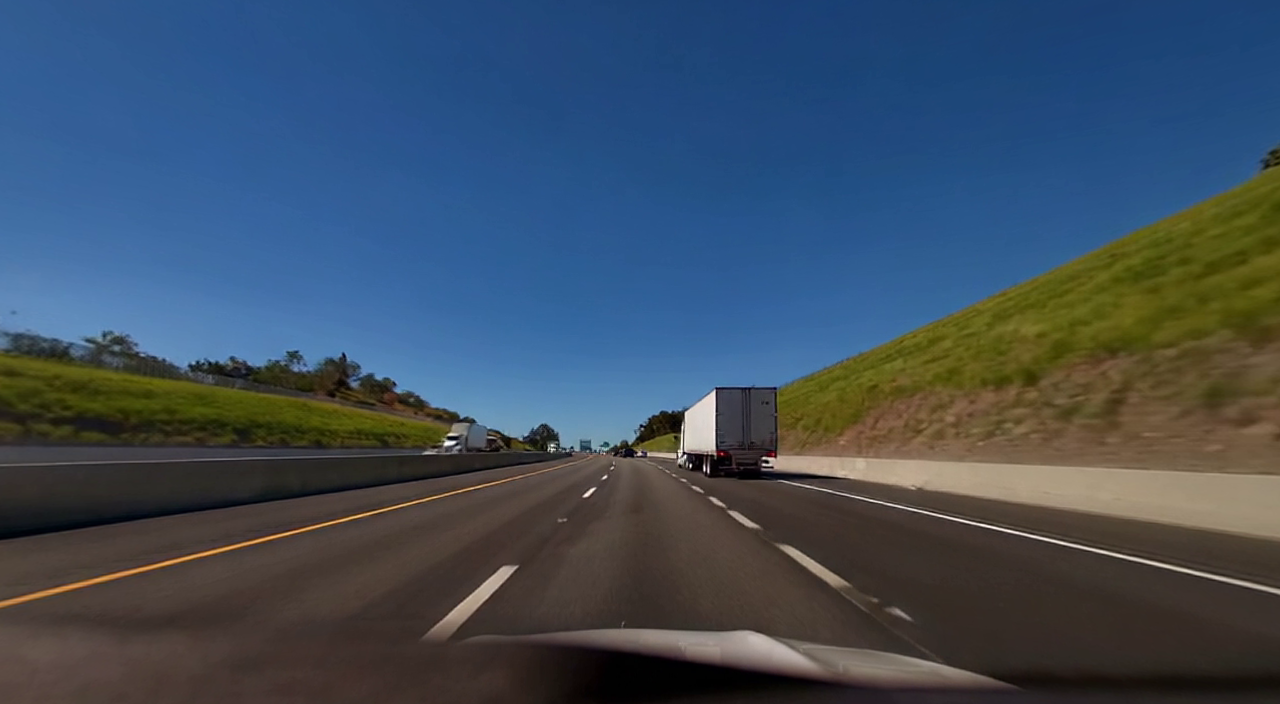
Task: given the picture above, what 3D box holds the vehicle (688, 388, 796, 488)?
[{"bbox_3d":[4.125,4.008,28.653,2.876,3.586,11.726,0,-9,0],"label":"vehicle"}]
